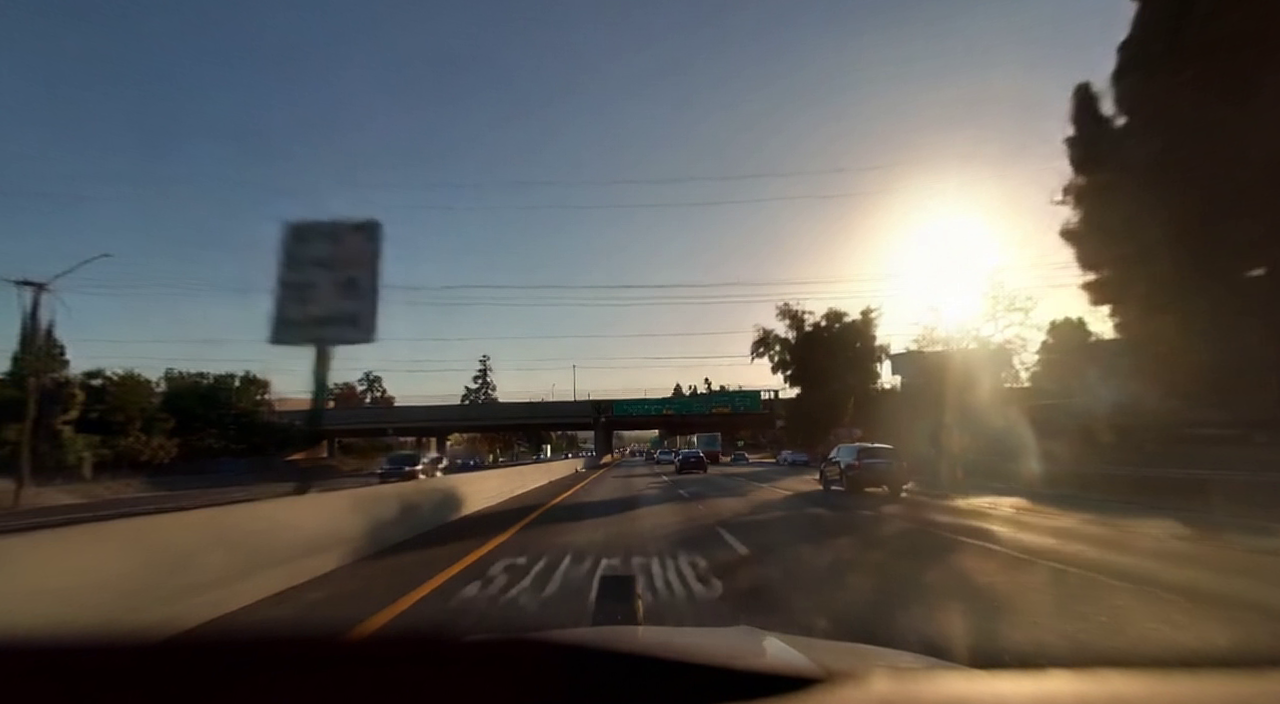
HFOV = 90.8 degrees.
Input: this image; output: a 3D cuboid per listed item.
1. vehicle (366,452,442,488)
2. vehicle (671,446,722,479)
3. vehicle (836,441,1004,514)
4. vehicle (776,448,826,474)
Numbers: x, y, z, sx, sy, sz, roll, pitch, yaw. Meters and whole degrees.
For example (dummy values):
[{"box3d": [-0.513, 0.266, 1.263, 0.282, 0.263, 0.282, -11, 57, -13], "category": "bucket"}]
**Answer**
[{"box3d": [-10.506, 5.278, 28.490, 1.836, 1.464, 4.041, 0, -9, 1], "category": "vehicle"}, {"box3d": [2.795, 5.594, 32.192, 1.993, 1.507, 4.594, 0, -9, -2], "category": "vehicle"}, {"box3d": [6.560, 2.974, 15.485, 1.952, 1.489, 4.483, 0, -9, -2], "category": "vehicle"}, {"box3d": [9.752, 6.614, 38.578, 1.838, 1.440, 4.121, 0, -9, -2], "category": "vehicle"}]
